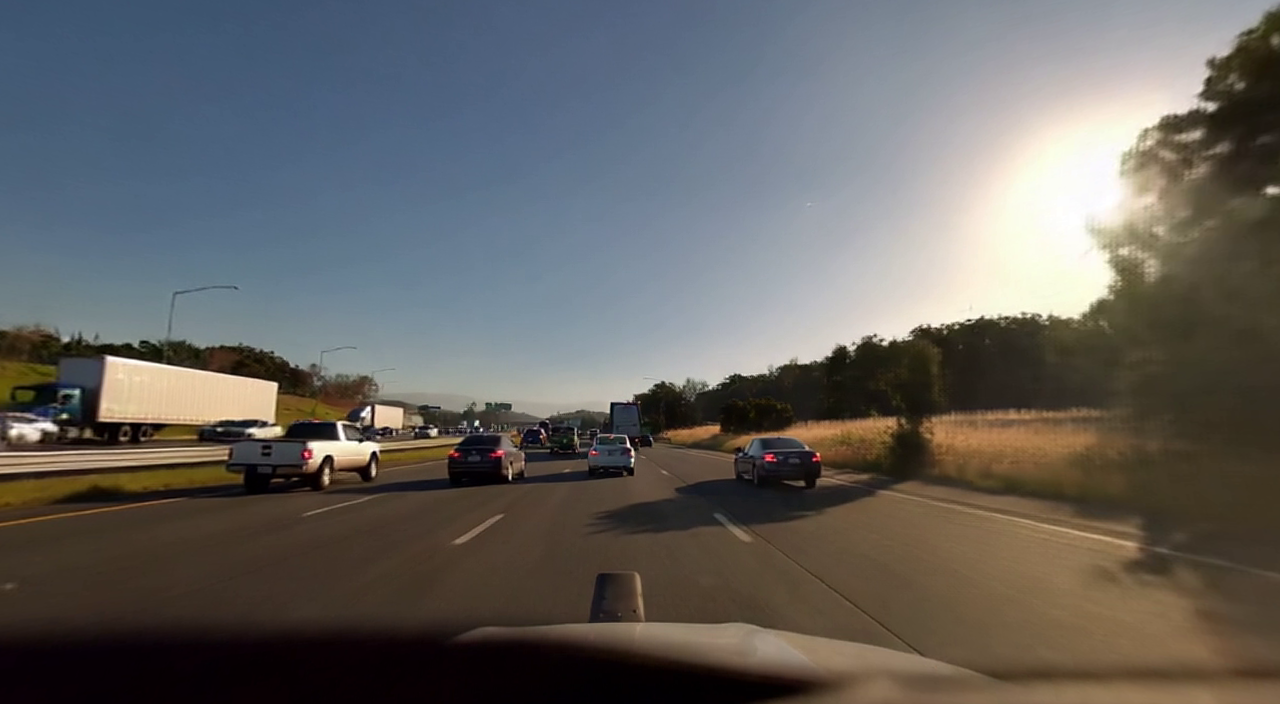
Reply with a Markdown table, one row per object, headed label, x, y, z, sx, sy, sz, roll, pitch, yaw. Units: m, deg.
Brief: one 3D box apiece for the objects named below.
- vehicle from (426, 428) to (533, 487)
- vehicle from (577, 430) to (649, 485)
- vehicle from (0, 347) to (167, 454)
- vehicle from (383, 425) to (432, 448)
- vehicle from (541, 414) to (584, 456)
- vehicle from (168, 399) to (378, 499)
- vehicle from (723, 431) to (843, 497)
| label | x | y | z | sx | sy | sz | roll | pitch | yaw |
| --- | --- | --- | --- | --- | --- | --- | --- | --- | --- |
| vehicle | -4.502 | 3.021 | 18.392 | 2.046 | 1.493 | 4.384 | 0 | -8 | -1 |
| vehicle | -0.790 | 3.150 | 19.184 | 1.980 | 1.478 | 3.758 | 0 | -8 | -1 |
| vehicle | -23.135 | 2.114 | 25.918 | 2.975 | 3.953 | 5.356 | 1 | -8 | -2 |
| vehicle | -16.096 | 5.886 | 43.765 | 1.885 | 1.496 | 4.446 | 0 | -8 | -3 |
| vehicle | -5.093 | 5.581 | 42.284 | 2.303 | 2.610 | 6.579 | 0 | -8 | -3 |
| vehicle | -8.211 | 2.226 | 14.759 | 2.158 | 1.943 | 4.662 | 0 | -8 | -1 |
| vehicle | 3.574 | 2.862 | 16.650 | 1.981 | 1.474 | 4.396 | 0 | -8 | -2 |
